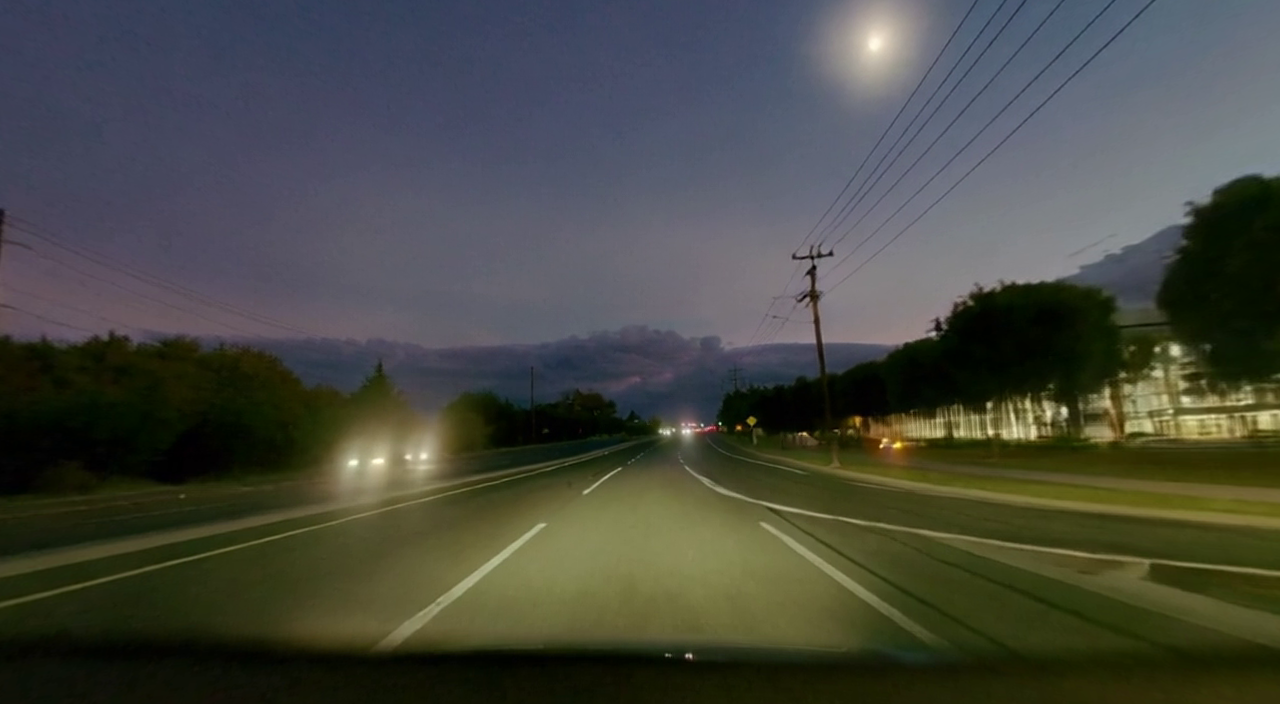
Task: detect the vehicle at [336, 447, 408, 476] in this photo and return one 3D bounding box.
[{"bbox_3d":[-16.243,6.644,38.526,2.082,1.642,4.640,-1,-8,5],"label":"vehicle"}]
